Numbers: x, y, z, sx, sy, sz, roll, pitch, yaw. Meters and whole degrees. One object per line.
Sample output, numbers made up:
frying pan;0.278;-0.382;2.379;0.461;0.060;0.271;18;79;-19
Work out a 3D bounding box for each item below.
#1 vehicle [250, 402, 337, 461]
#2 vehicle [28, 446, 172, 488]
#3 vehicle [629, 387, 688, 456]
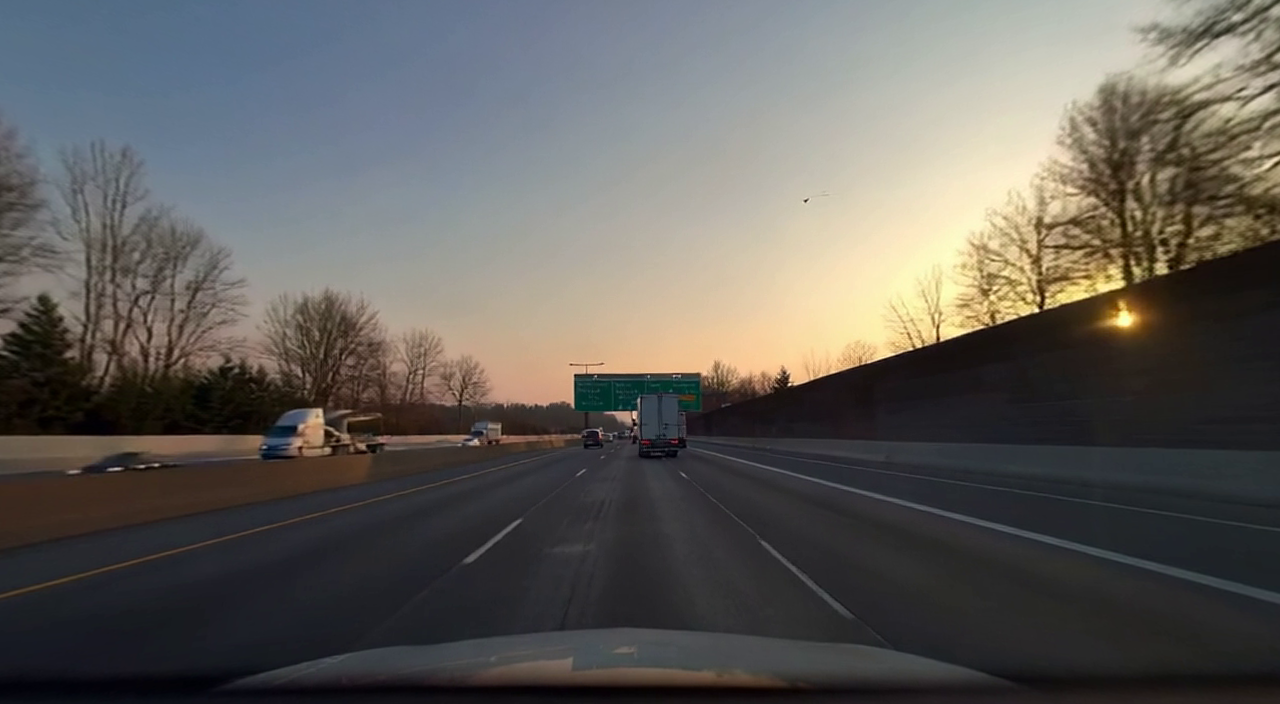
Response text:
vehicle;-25.974;6.031;47.512;2.950;4.128;6.211;0;-7;0
vehicle;-22.001;4.661;25.916;1.849;1.473;4.642;0;-7;0
vehicle;0.913;5.106;44.543;2.965;3.972;16.689;0;-8;-3
